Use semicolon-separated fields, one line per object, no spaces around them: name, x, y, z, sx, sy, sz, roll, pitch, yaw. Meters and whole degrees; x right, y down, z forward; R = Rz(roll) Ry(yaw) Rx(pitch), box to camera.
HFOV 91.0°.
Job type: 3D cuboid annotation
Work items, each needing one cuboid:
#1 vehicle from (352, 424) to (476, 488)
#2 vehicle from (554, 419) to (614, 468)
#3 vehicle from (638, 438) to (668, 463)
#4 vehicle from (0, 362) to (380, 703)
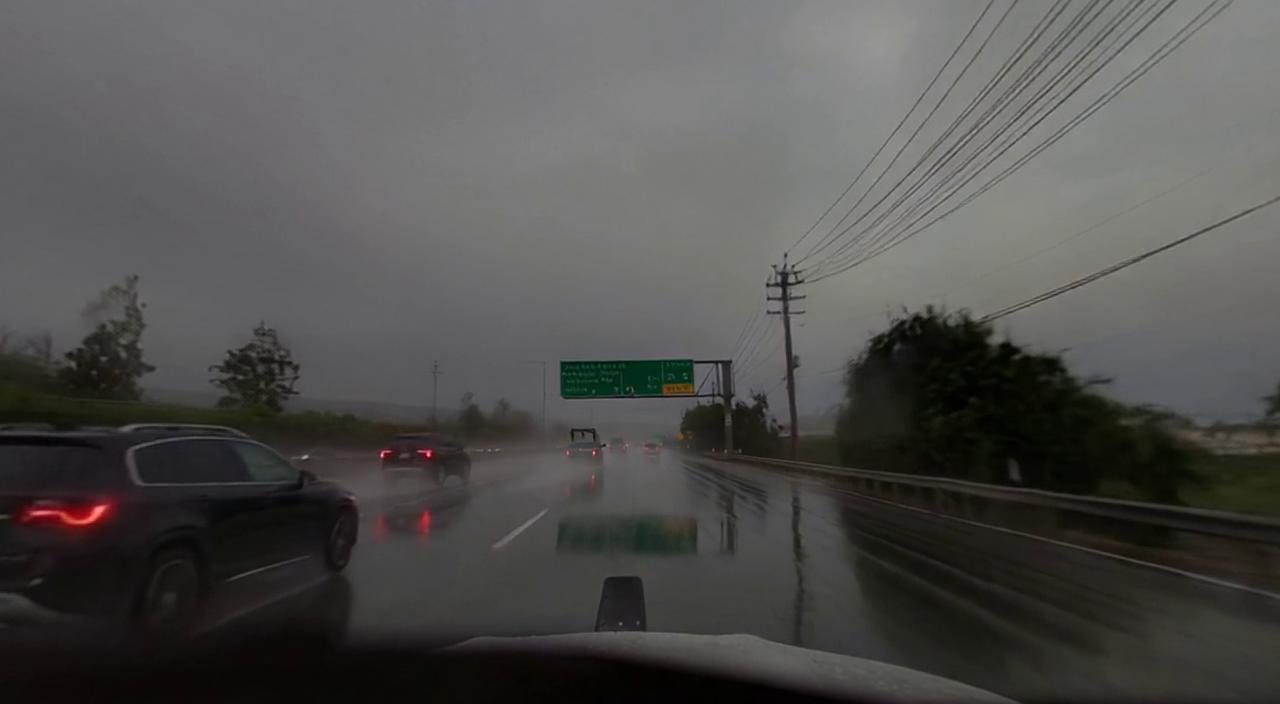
vehicle;-7.427;3.509;21.467;2.192;1.893;5.330;0;-9;0
vehicle;-3.529;6.152;42.135;2.915;2.885;9.394;0;-9;1
vehicle;1.000;7.028;44.931;2.038;1.677;4.219;0;-9;2
vehicle;-3.889;1.193;4.802;1.976;1.688;4.124;0;-9;1
